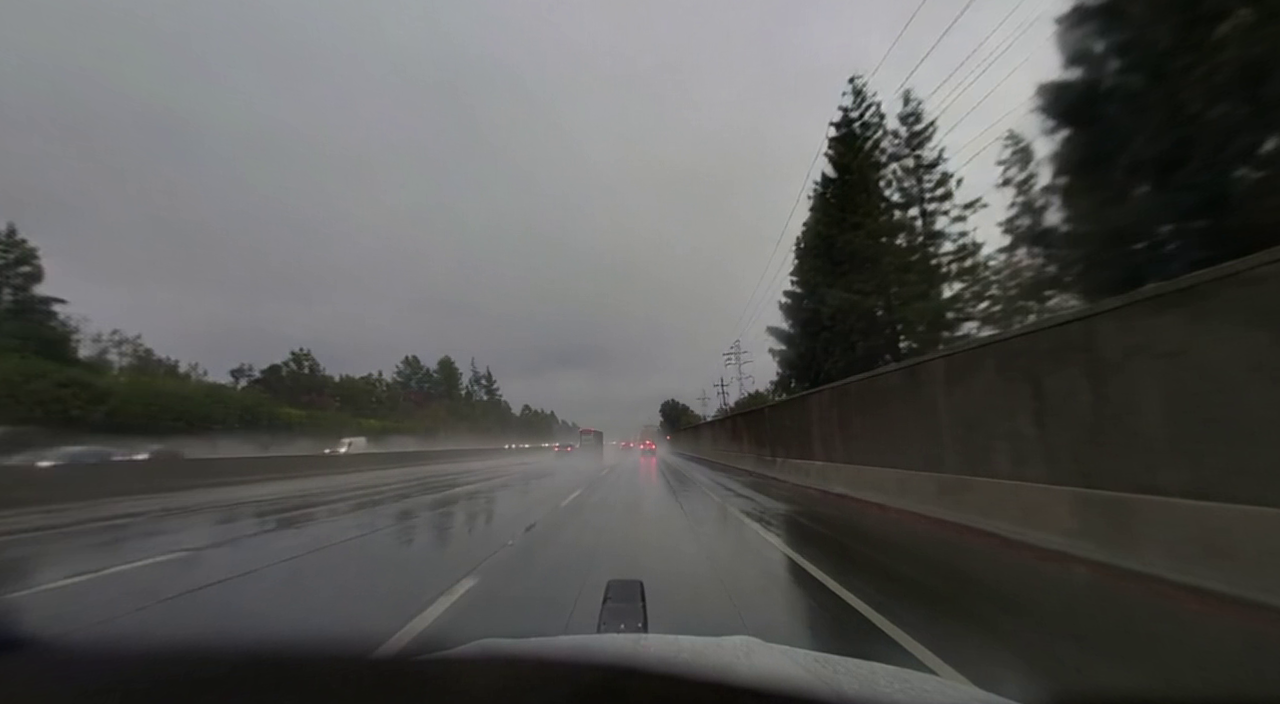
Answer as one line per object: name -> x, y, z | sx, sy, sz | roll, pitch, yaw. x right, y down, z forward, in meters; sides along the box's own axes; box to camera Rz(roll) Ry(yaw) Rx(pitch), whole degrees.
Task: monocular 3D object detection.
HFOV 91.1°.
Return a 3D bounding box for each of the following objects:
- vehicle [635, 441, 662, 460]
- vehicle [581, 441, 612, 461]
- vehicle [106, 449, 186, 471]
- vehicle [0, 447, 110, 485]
vehicle -> 0.642, 7.680, 49.023 | 2.057, 1.453, 3.926 | 0, -8, 0
vehicle -> -3.266, 7.506, 47.698 | 2.046, 1.478, 4.111 | 0, -8, 0
vehicle -> -35.939, 7.865, 45.833 | 1.859, 1.473, 4.803 | 0, -8, 1
vehicle -> -25.299, 4.766, 26.614 | 1.825, 1.455, 4.385 | 0, -8, 0
